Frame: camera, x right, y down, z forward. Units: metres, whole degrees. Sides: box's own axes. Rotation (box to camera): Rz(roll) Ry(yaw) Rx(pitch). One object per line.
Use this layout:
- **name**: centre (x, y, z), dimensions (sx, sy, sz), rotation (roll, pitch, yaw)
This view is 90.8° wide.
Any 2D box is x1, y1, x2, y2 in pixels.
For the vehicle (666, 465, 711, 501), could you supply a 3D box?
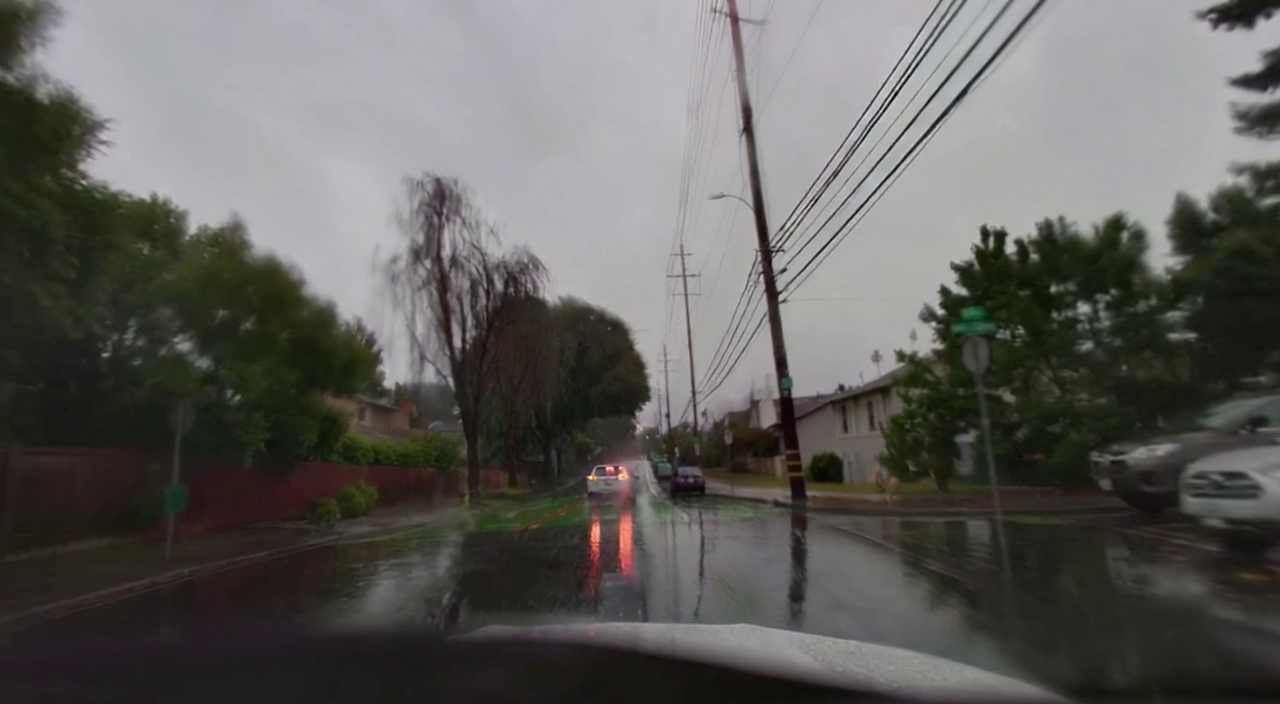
- **vehicle**: centre (2.568, 7.054, 34.351), dimensions (1.909, 1.694, 4.472), rotation (0, -9, -3)

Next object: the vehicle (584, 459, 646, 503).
- **vehicle**: centre (-0.953, 5.269, 25.658), dimensions (2.235, 1.500, 4.496), rotation (-2, -12, -1)

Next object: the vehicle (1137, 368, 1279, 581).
- **vehicle**: centre (7.244, 1.018, 5.361), dimensions (4.755, 1.611, 1.885), rotation (1, -9, -9)
